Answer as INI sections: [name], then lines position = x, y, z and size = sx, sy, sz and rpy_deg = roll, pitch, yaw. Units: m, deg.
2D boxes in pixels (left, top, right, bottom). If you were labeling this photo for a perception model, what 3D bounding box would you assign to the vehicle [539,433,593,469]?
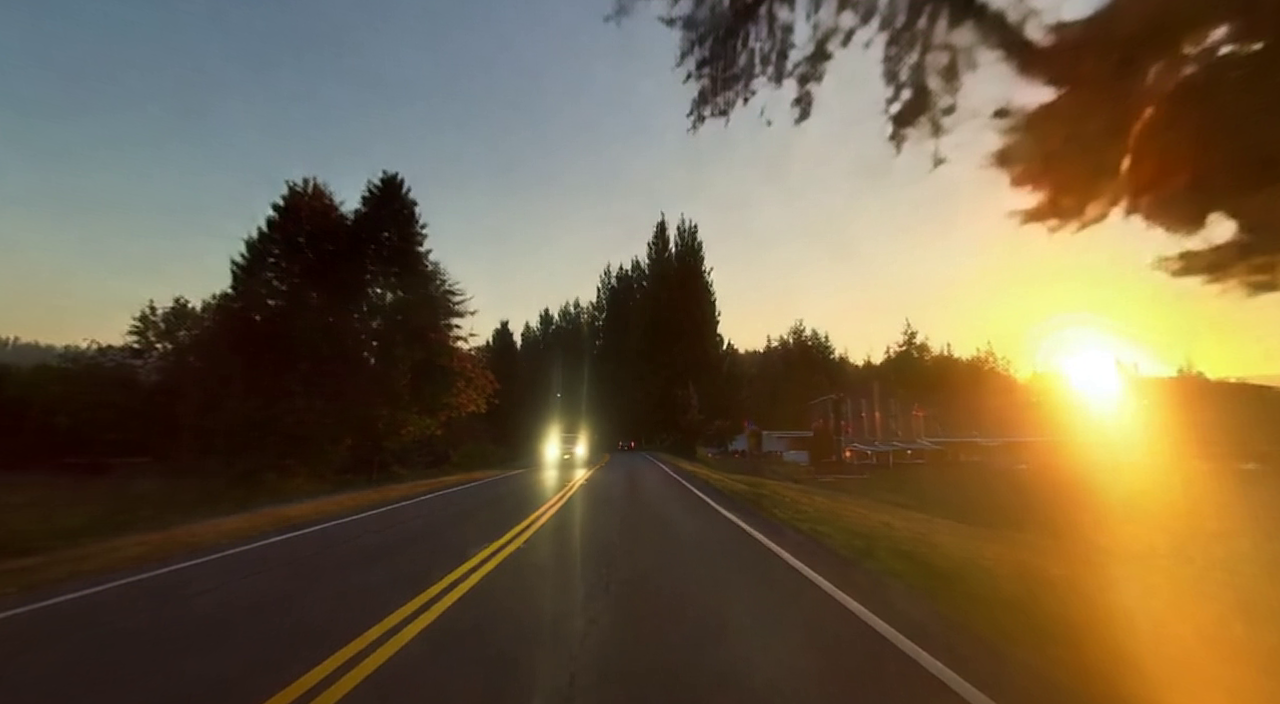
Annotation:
[vehicle]
position = -4.231, 5.804, 37.401
size = 2.531, 1.923, 6.417
rpy_deg = 0, -8, -1
